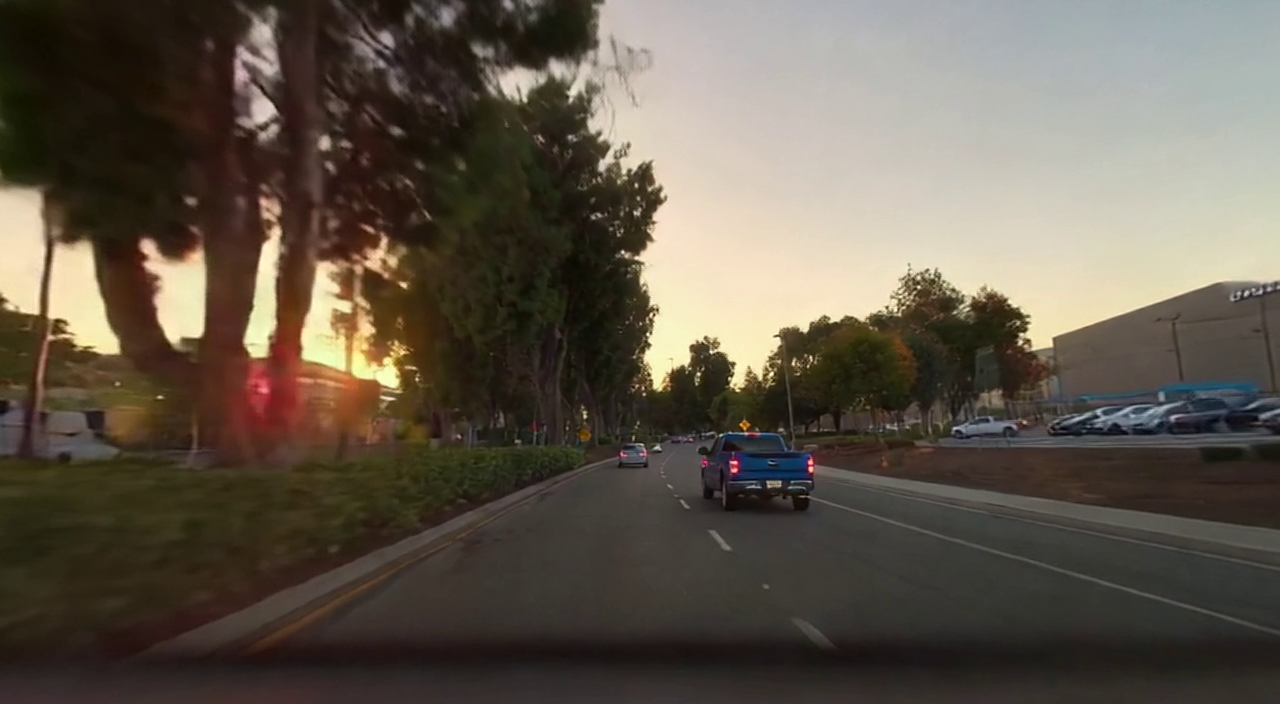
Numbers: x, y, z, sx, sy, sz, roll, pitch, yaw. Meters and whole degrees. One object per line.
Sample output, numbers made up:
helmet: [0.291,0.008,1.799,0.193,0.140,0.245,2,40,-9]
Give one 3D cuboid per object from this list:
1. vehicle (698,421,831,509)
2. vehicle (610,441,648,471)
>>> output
vehicle: [3.034,2.944,16.880,2.367,1.919,5.651,0,-8,0]
vehicle: [-0.583,5.683,34.643,1.968,1.521,4.262,0,-8,0]
